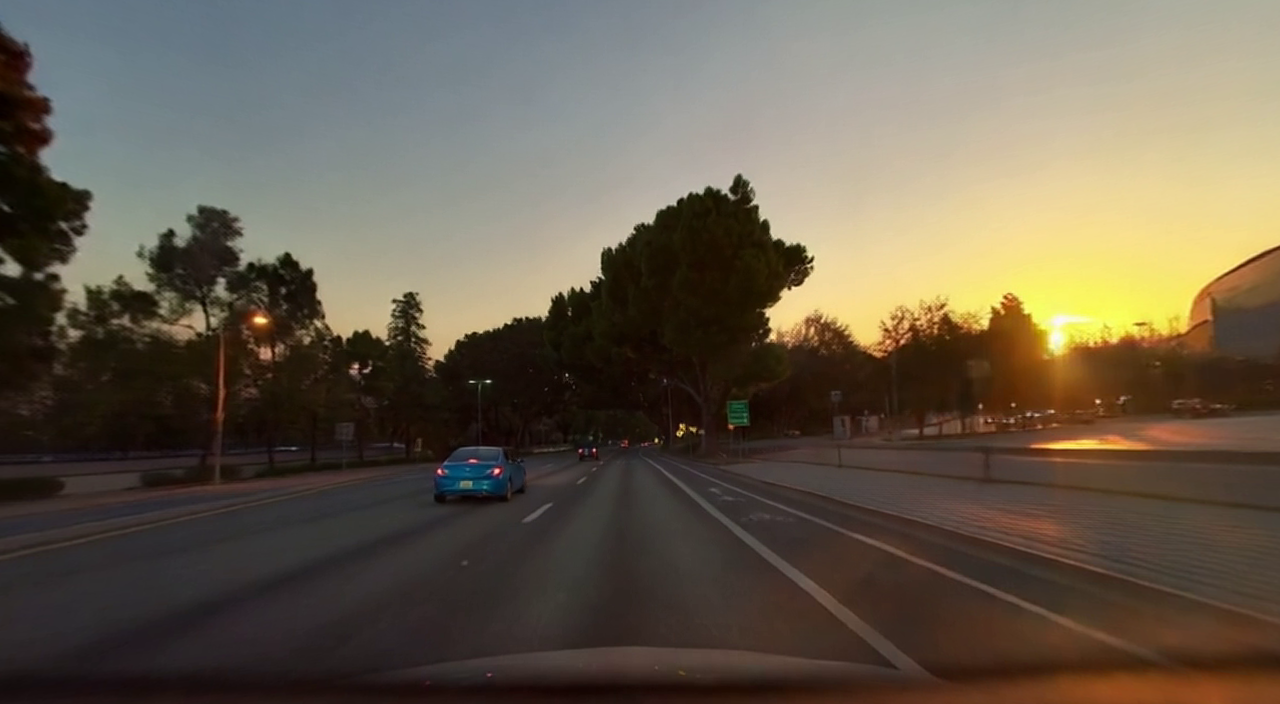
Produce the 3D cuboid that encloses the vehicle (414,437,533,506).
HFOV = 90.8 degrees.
[{"bbox_3d":[-3.981,2.904,15.874,1.964,1.472,4.078,0,-8,-2],"label":"vehicle"}]
